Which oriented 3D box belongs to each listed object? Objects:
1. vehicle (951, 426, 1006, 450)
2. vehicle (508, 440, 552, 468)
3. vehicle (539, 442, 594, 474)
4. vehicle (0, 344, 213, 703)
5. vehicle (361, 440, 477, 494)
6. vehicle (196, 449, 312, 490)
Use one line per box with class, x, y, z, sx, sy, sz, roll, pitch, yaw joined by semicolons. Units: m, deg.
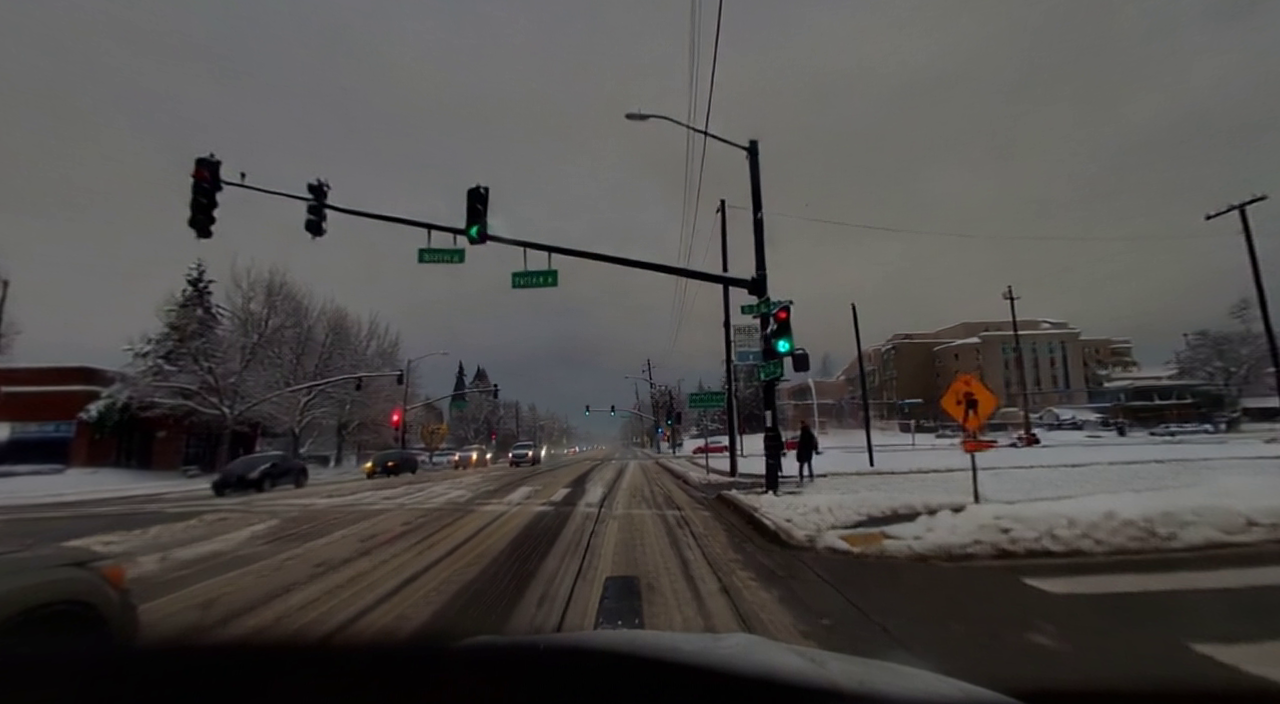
vehicle;24.549;6.252;45.776;1.690;1.559;3.521;4;-8;-10
vehicle;-6.864;6.420;39.675;2.012;1.664;3.917;0;-9;1
vehicle;-3.596;5.279;31.660;2.147;1.472;4.406;0;-9;1
vehicle;-3.392;0.637;1.147;2.042;1.673;4.516;0;-9;0
vehicle;-6.672;3.505;19.638;1.960;1.479;4.654;0;-9;0
vehicle;-16.004;4.854;26.459;2.000;1.527;4.786;0;-9;-2
